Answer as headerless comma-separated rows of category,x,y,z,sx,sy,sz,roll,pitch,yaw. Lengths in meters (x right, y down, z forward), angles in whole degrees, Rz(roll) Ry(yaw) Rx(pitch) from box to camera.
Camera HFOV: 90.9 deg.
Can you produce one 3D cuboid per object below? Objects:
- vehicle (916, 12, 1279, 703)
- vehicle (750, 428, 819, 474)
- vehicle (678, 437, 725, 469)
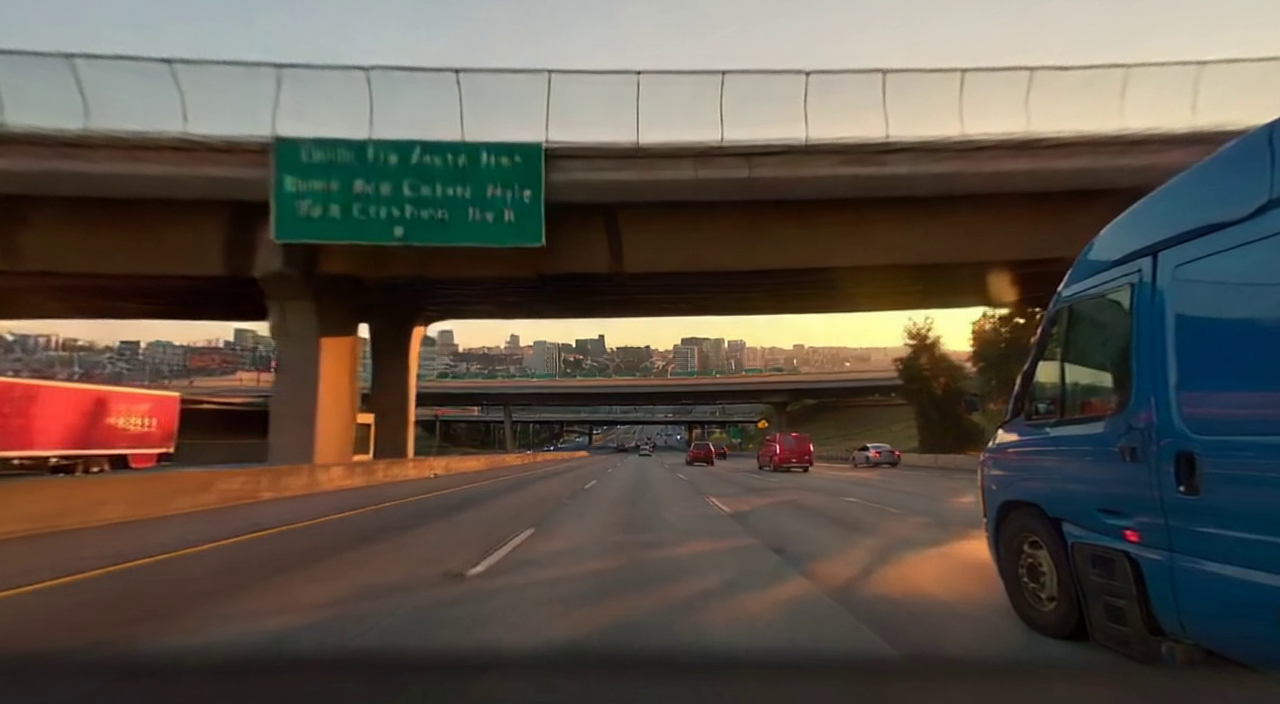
vehicle,3.307,0.133,1.104,2.436,2.745,7.034,0,-8,0
vehicle,7.451,5.200,33.249,2.301,2.203,5.419,0,-8,-1
vehicle,4.054,6.777,42.642,2.464,1.961,5.520,0,-8,-1
